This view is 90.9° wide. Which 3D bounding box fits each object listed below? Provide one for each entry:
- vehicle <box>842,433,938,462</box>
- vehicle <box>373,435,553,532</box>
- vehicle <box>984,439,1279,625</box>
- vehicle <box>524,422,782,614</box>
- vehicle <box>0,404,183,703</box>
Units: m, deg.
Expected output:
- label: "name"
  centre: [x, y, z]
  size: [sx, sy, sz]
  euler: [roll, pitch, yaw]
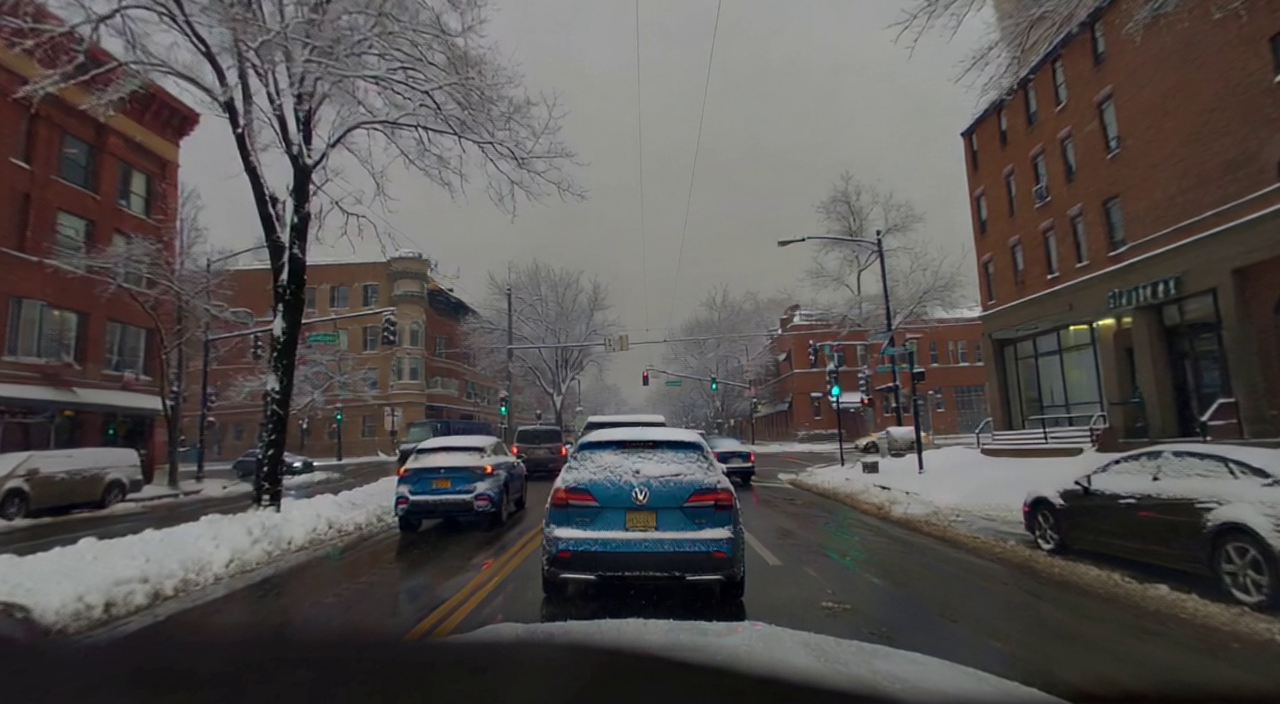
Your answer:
- label: "vehicle"
  centre: [16.381, 6.266, 41.514]
  size: [5.345, 1.811, 2.175]
  euler: [0, -9, -1]
- label: "vehicle"
  centre: [-3.023, 2.353, 11.863]
  size: [2.131, 1.486, 4.089]
  euler: [0, -9, 1]
- label: "vehicle"
  centre: [5.982, 1.704, 6.878]
  size: [1.873, 1.453, 4.579]
  euler: [0, -9, 0]
- label: "vehicle"
  centre: [0.088, 1.580, 6.817]
  size: [2.022, 1.481, 3.564]
  euler: [0, -9, 0]
- label: "vehicle"
  centre: [-3.093, 0.703, 0.590]
  size: [1.970, 1.492, 4.534]
  euler: [0, -9, -1]
